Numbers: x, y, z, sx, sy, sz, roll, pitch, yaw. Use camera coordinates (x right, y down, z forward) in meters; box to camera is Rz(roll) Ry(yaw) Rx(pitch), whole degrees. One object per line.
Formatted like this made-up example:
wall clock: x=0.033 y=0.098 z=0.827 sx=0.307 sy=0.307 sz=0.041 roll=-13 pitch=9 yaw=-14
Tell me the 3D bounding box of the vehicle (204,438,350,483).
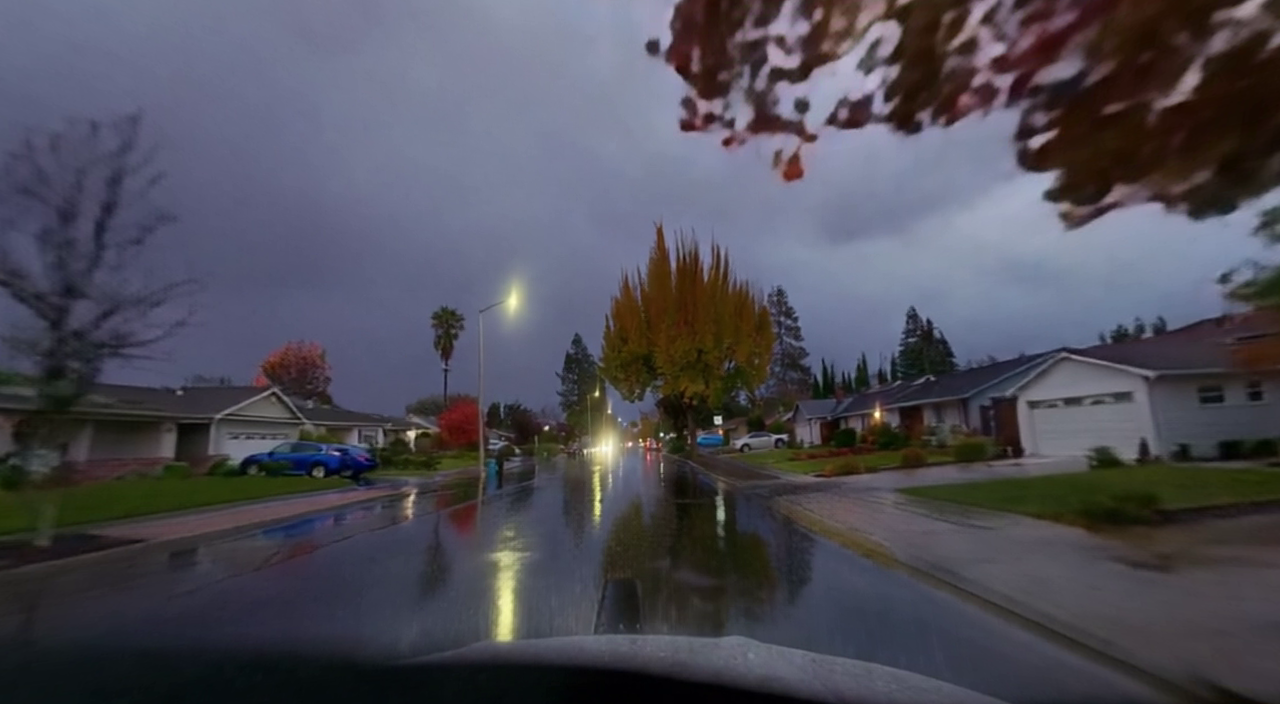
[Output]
vehicle: x=-15.188 y=4.549 z=26.676 sx=4.830 sy=1.725 sz=2.116 roll=0 pitch=-8 yaw=2
